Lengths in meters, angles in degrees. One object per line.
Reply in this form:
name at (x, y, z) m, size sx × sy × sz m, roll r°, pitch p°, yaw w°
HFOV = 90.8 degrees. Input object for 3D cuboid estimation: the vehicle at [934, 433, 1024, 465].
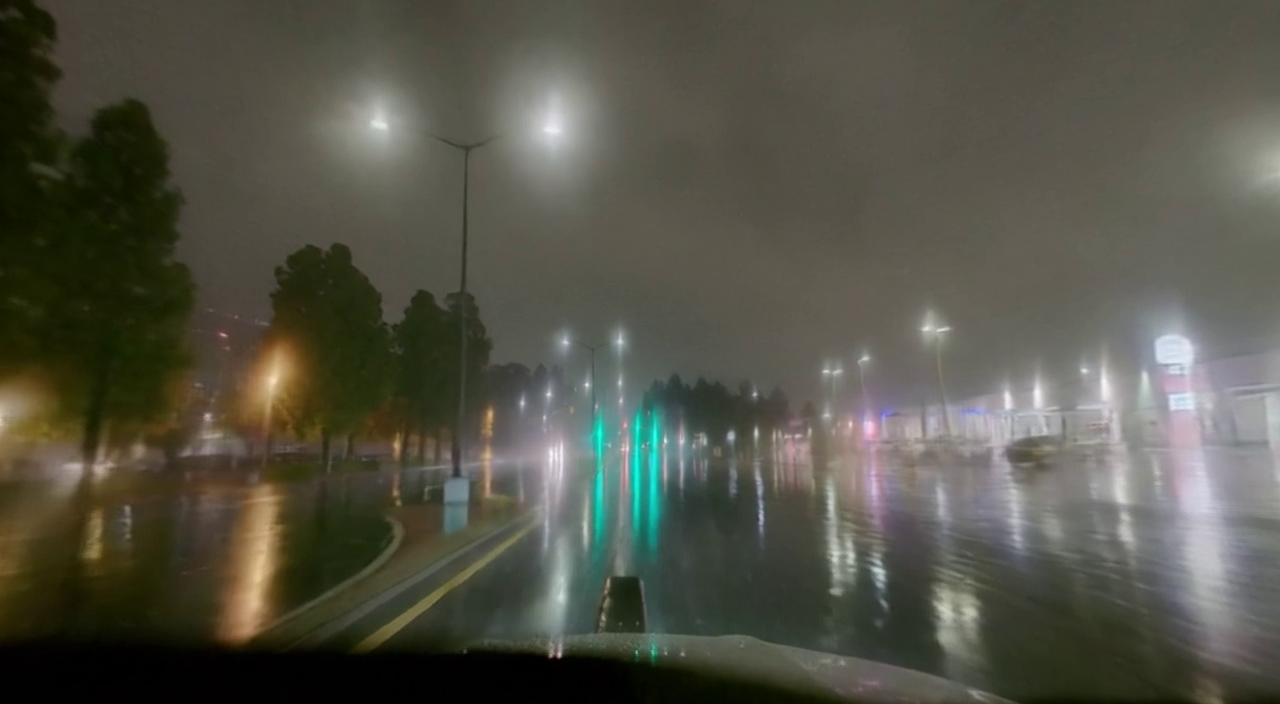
vehicle at (18.232, 5.200, 33.950) m, size 4.493 × 1.632 × 1.985 m, roll 4°, pitch -10°, yaw -28°

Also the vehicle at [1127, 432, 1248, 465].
vehicle at (27.408, 4.895, 31.876) m, size 1.856 × 1.471 × 4.487 m, roll -2°, pitch -10°, yaw -4°

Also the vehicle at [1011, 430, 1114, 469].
vehicle at (18.917, 4.361, 28.254) m, size 4.515 × 1.606 × 1.910 m, roll 5°, pitch -10°, yaw -30°

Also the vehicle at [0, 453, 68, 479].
vehicle at (-36.943, 6.658, 36.924) m, size 1.861 × 1.463 × 4.791 m, roll -6°, pitch -11°, yaw 36°
